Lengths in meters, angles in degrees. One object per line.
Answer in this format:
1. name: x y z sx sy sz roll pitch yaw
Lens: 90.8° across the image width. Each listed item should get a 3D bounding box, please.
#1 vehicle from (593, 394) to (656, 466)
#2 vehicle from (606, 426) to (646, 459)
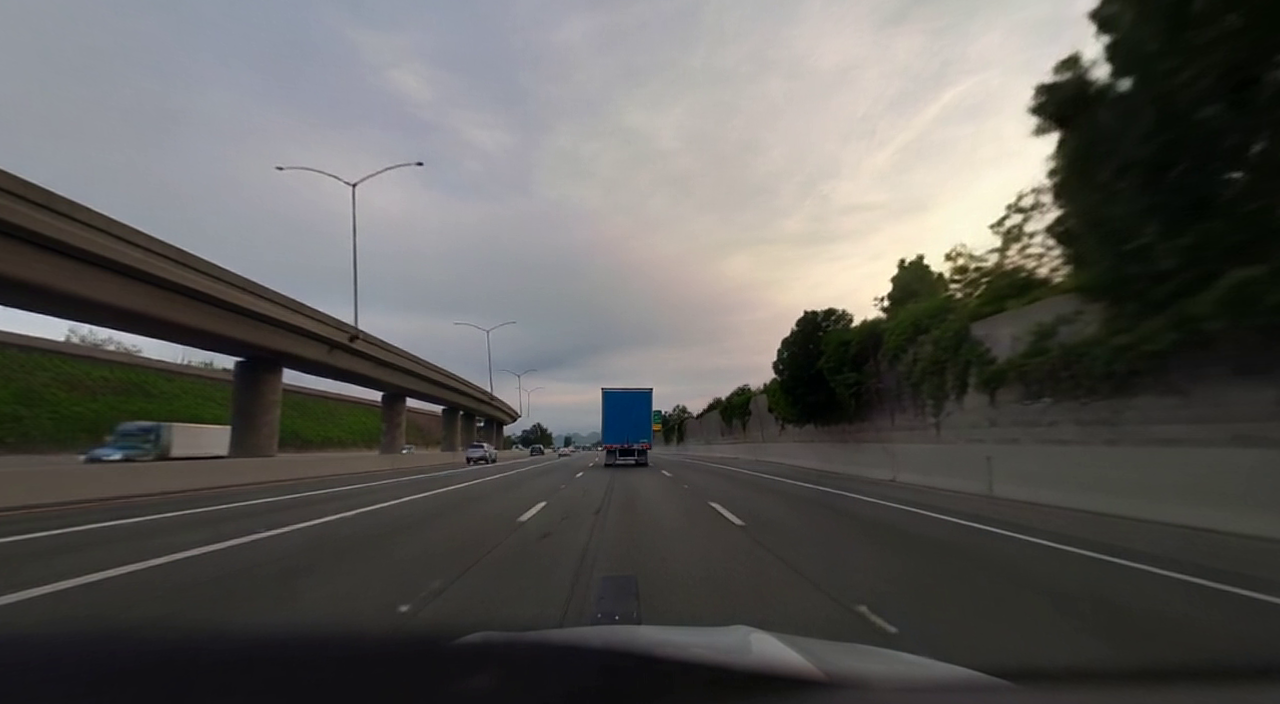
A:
1. vehicle: -1.025 4.878 37.980 3.233 3.678 11.032 0 -9 -2
2. vehicle: -0.801 5.006 34.838 2.052 1.666 4.358 0 -8 -3
